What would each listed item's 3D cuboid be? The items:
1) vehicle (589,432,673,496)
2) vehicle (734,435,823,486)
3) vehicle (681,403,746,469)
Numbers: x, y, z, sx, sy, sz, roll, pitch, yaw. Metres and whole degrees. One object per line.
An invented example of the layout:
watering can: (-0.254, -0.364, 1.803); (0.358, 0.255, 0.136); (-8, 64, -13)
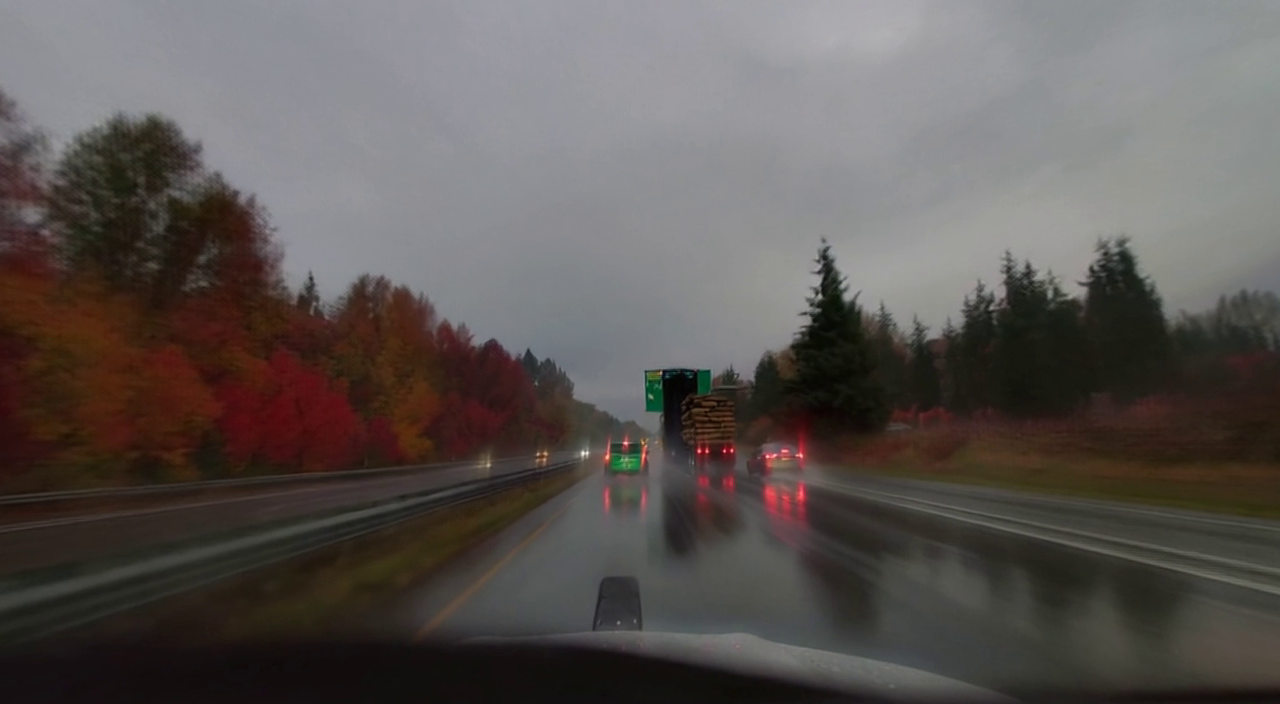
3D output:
vehicle: (-0.248, 3.322, 18.942); (2.263, 1.699, 3.936); (-1, -9, 0)
vehicle: (4.895, 3.911, 22.933); (2.057, 1.660, 4.525); (0, -9, -2)
vehicle: (4.638, 5.632, 41.674); (3.125, 3.895, 8.461); (0, -9, -1)
